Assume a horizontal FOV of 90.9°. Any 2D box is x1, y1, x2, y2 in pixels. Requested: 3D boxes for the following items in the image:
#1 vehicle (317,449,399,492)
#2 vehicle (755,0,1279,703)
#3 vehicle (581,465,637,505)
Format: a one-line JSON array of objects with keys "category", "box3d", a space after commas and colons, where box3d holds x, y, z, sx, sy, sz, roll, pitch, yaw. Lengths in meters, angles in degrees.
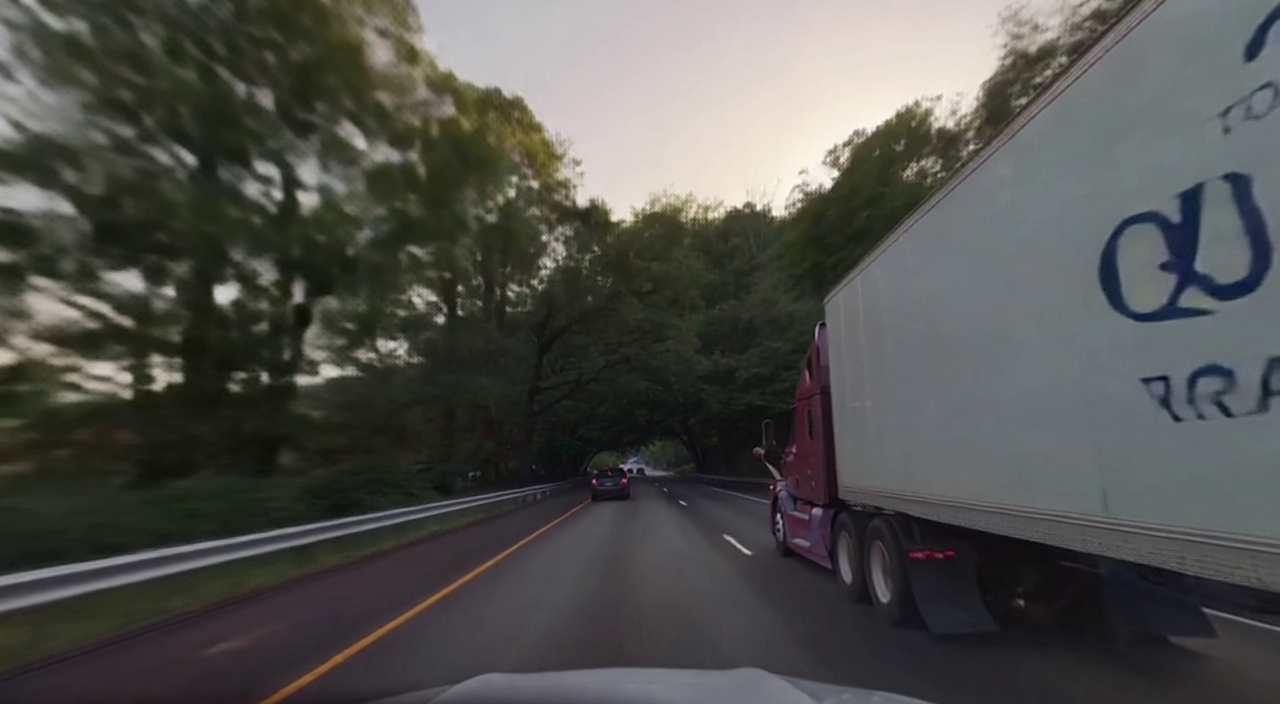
[{"category": "vehicle", "box3d": [-20.987, 8.905, 47.389, 2.805, 2.910, 7.007, 1, -11, 0]}, {"category": "vehicle", "box3d": [3.590, 0.269, 6.335, 3.019, 4.226, 9.221, 1, -11, 0]}, {"category": "vehicle", "box3d": [-1.155, 5.246, 25.099, 2.032, 1.407, 3.641, 1, -11, 0]}]
